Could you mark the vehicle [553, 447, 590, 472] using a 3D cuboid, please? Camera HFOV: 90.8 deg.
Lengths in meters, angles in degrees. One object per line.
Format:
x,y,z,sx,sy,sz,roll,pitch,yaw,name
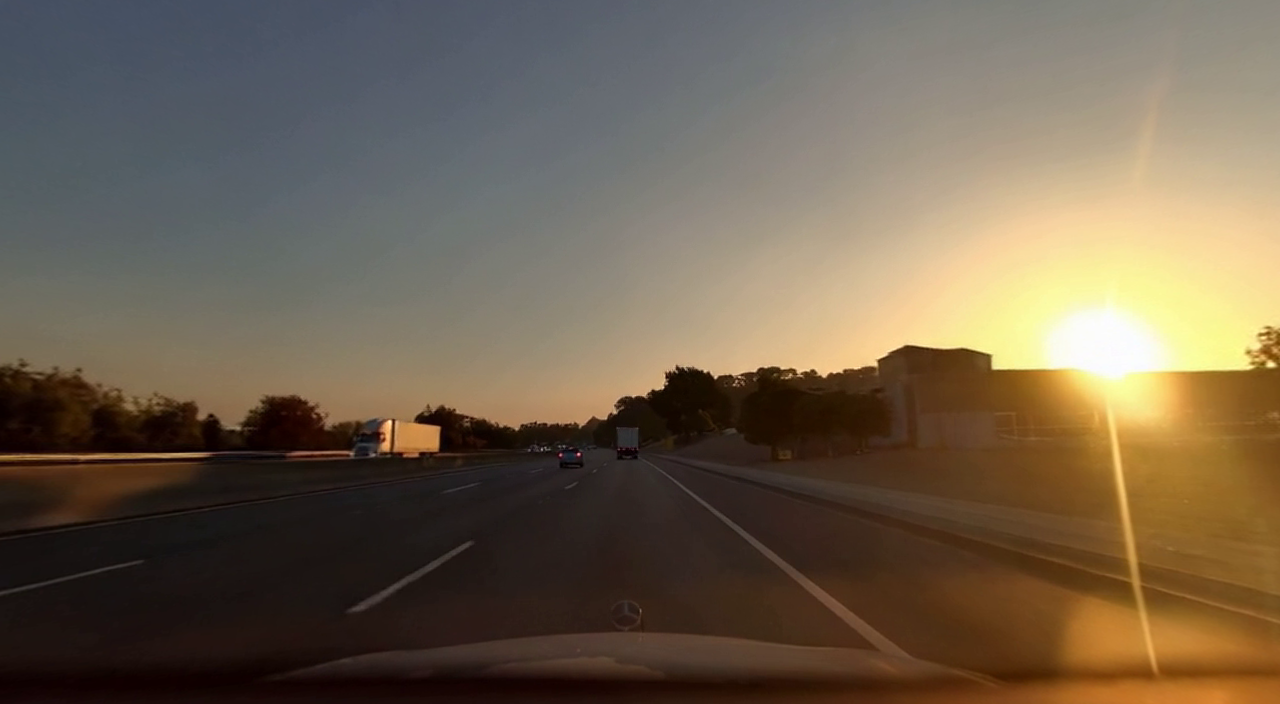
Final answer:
-4.657,7.401,43.631,2.108,1.573,5.000,0,-9,-1,vehicle
